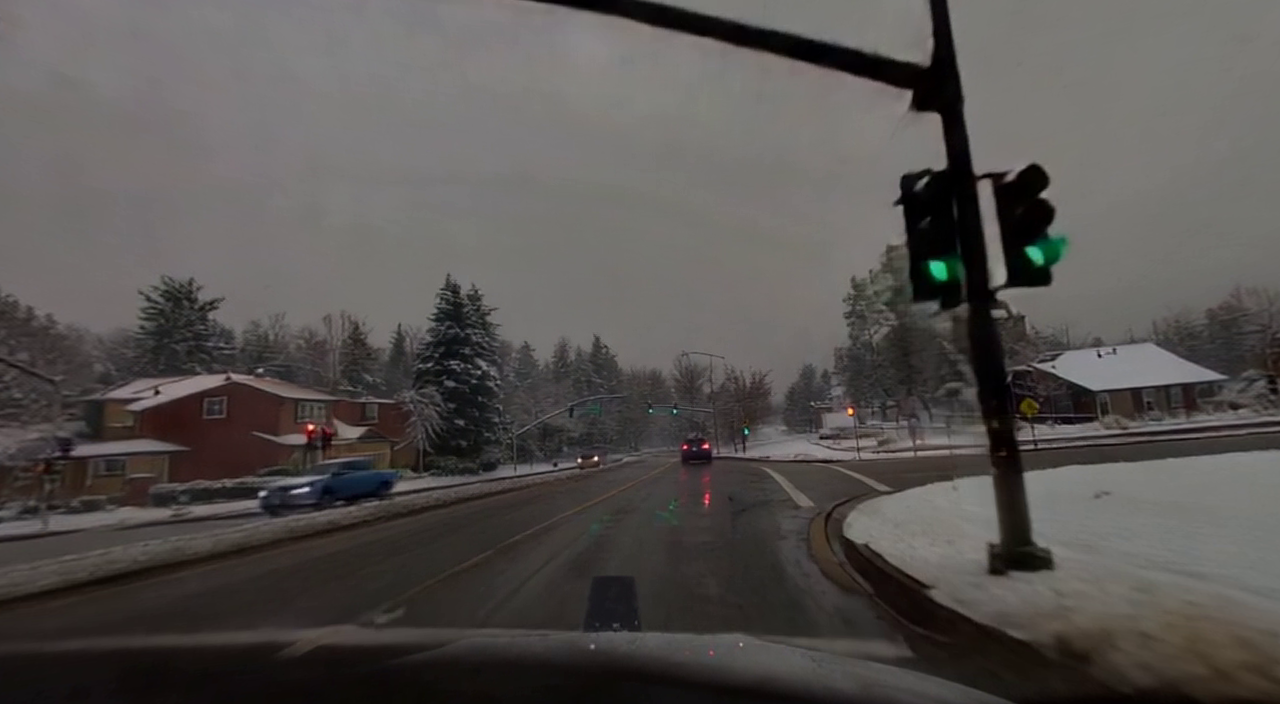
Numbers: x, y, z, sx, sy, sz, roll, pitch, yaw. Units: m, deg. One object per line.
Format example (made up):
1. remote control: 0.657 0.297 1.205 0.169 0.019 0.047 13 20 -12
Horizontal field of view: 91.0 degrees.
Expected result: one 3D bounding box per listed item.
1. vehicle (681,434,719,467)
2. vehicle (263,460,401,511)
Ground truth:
1. vehicle: 3.786 6.126 39.163 2.059 1.908 4.714 -2 -9 8
2. vehicle: -10.834 4.712 22.632 1.916 1.484 4.867 -2 -9 9
